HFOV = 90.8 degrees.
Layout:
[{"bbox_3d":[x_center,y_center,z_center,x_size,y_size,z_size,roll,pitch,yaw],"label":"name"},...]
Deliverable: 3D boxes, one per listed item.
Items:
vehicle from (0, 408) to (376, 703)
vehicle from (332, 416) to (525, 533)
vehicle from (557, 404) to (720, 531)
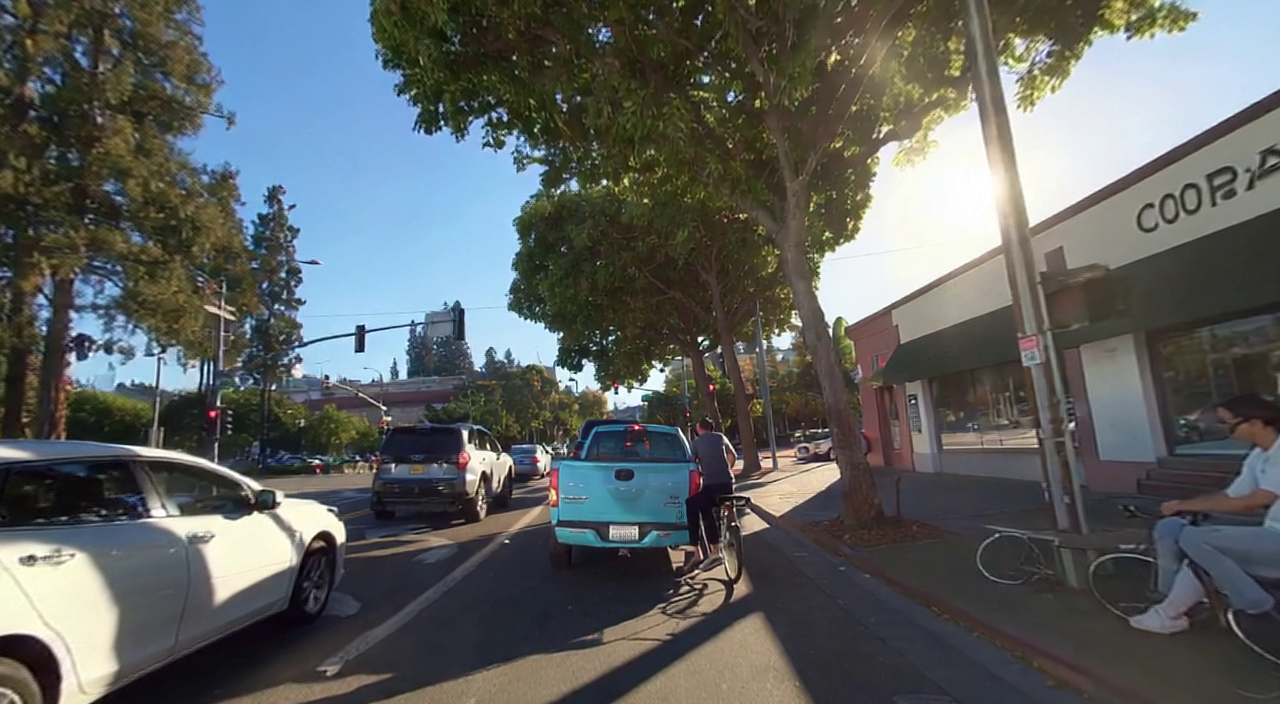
[{"bbox_3d":[-3.572,1.184,3.875,2.064,1.486,4.140,0,-9,1],"label":"vehicle"},{"bbox_3d":[-3.611,2.196,11.836,2.046,1.750,4.452,0,-9,0],"label":"vehicle"},{"bbox_3d":[-0.074,2.101,12.025,2.426,1.882,5.027,0,-9,-1],"label":"vehicle"}]
